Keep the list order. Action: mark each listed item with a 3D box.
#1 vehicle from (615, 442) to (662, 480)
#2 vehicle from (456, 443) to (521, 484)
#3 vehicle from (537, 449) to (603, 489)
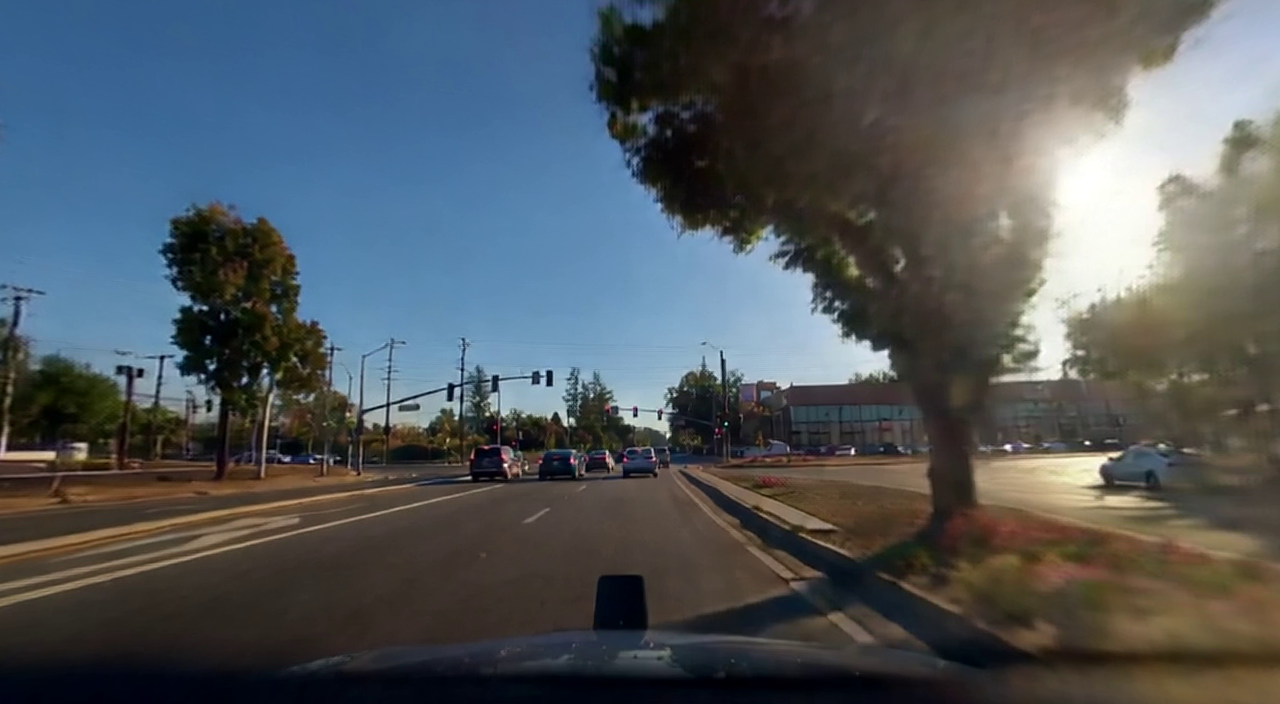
[{"bbox_3d":[-0.006,5.739,33.428,2.276,1.850,3.897,0,-9,3],"label":"vehicle"},{"bbox_3d":[-7.042,5.196,29.796,1.860,1.754,4.089,0,-9,2],"label":"vehicle"},{"bbox_3d":[-2.804,4.806,26.306,2.064,1.464,4.373,0,-9,2],"label":"vehicle"}]
